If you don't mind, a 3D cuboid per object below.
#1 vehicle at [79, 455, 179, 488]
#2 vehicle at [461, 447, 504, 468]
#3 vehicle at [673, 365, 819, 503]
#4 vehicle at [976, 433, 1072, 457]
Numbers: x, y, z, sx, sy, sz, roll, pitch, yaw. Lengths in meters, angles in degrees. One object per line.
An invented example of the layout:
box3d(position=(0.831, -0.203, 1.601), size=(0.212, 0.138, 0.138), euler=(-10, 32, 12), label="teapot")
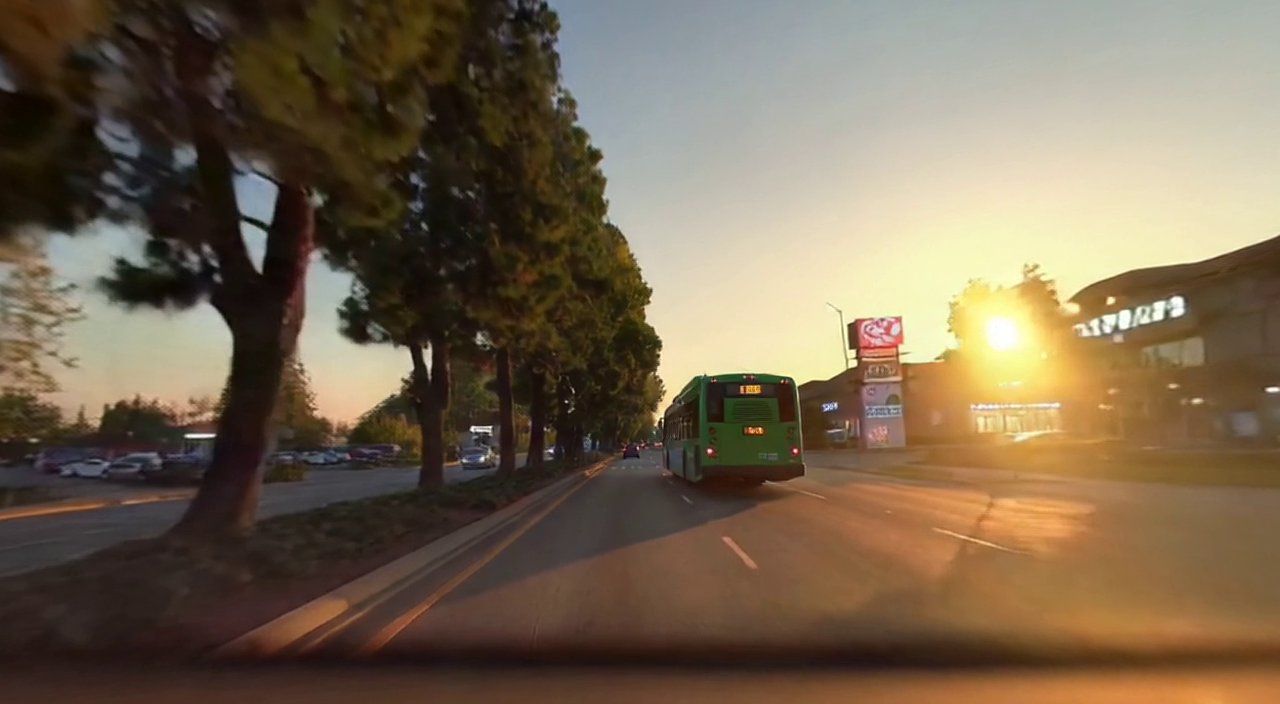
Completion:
box3d(position=(-31.999, 7.473, 39.632), size=(2.119, 1.714, 4.993), euler=(-3, -8, 0), label="vehicle")
box3d(position=(-12.391, 8.318, 49.785), size=(2.081, 1.492, 4.668), euler=(0, -8, 1), label="vehicle")
box3d(position=(2.789, 2.627, 19.827), size=(2.766, 3.306, 9.281), euler=(0, -8, -1), label="vehicle")
box3d(position=(23.919, 5.816, 39.310), size=(4.659, 1.434, 1.900), euler=(-1, -8, 2), label="vehicle")
